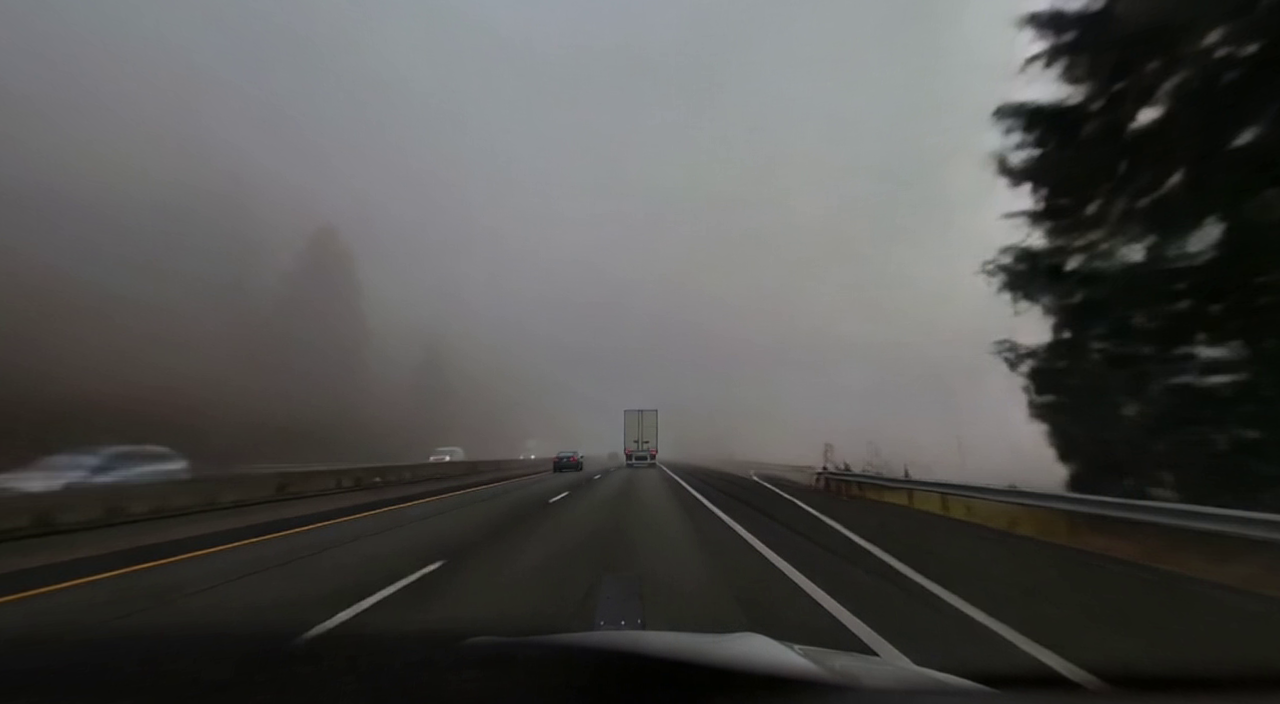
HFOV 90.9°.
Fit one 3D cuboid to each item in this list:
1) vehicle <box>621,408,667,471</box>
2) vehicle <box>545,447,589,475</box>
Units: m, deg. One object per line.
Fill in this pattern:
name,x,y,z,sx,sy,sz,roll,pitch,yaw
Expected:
vehicle,0.254,6.291,44.934,2.899,3.966,10.053,0,-9,0
vehicle,-4.366,6.590,38.398,2.051,1.538,4.569,0,-9,1
